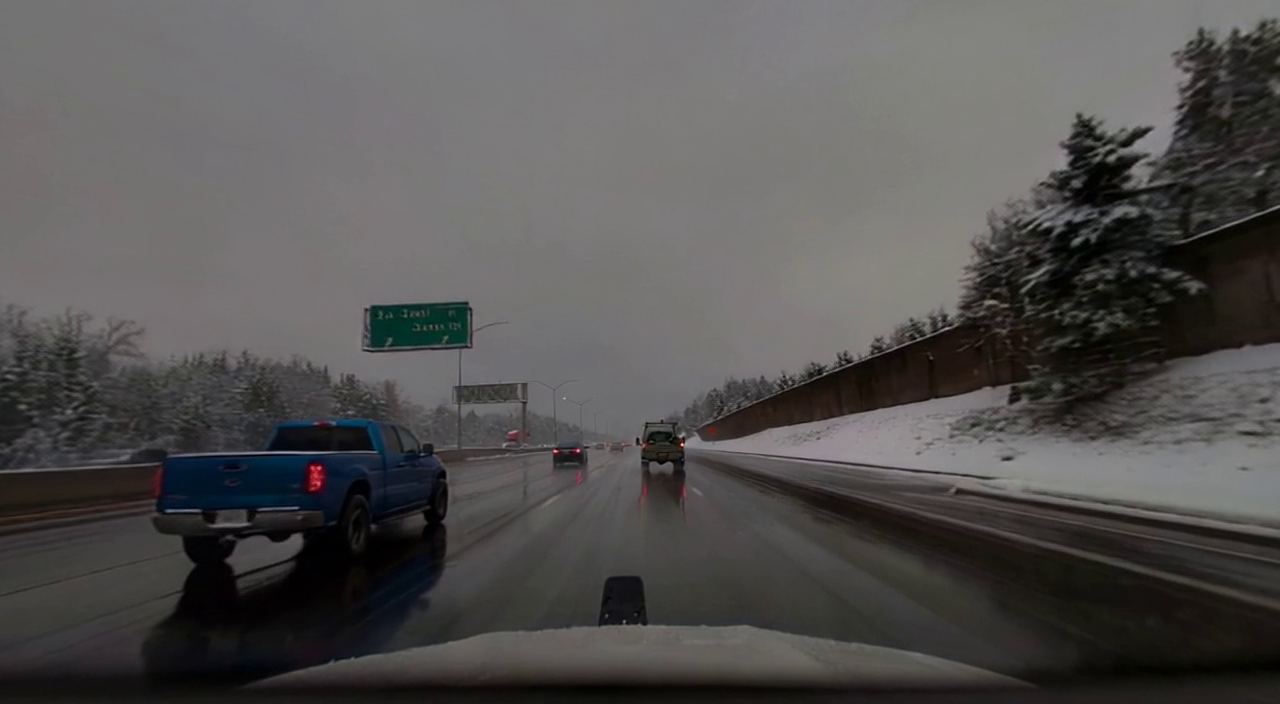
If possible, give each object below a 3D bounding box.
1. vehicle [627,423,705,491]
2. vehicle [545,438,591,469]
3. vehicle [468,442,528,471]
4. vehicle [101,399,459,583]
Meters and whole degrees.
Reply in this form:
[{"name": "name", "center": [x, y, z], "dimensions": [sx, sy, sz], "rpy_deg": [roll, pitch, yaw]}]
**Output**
[{"name": "vehicle", "center": [0.680, 3.174, 19.316], "dimensions": [2.083, 1.792, 4.782], "rpy_deg": [0, -8, -1]}, {"name": "vehicle", "center": [-3.973, 5.687, 35.586], "dimensions": [1.961, 1.591, 4.756], "rpy_deg": [0, -8, 1]}, {"name": "vehicle", "center": [-7.588, 5.613, 34.124], "dimensions": [2.081, 1.463, 4.749], "rpy_deg": [0, -8, 1]}, {"name": "vehicle", "center": [-4.300, 1.753, 8.870], "dimensions": [1.954, 1.792, 5.187], "rpy_deg": [0, -8, 0]}]
